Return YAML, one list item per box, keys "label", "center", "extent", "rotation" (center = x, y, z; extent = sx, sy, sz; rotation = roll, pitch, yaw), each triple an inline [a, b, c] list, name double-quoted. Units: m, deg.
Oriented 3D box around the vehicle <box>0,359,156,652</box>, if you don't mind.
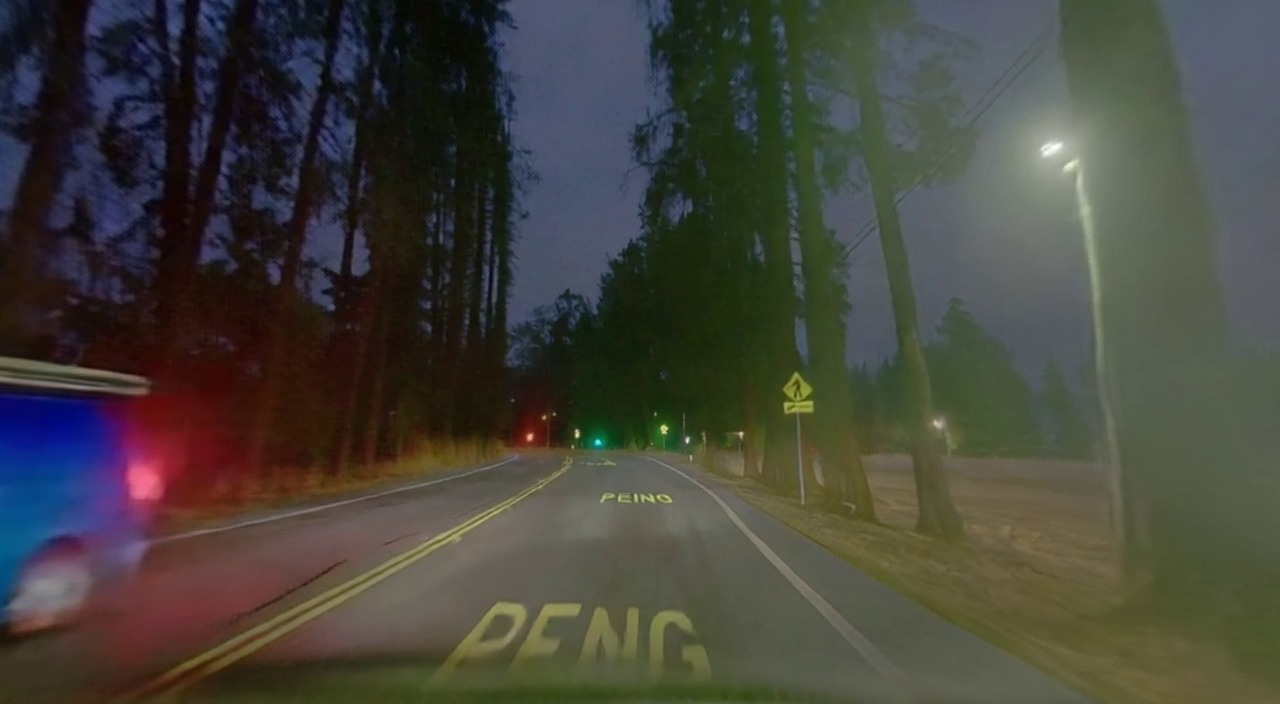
- label: "vehicle"
  center: [-5.332, 0.764, 2.453]
  extent: [2.394, 1.900, 5.863]
  rotation: [0, -8, -2]
